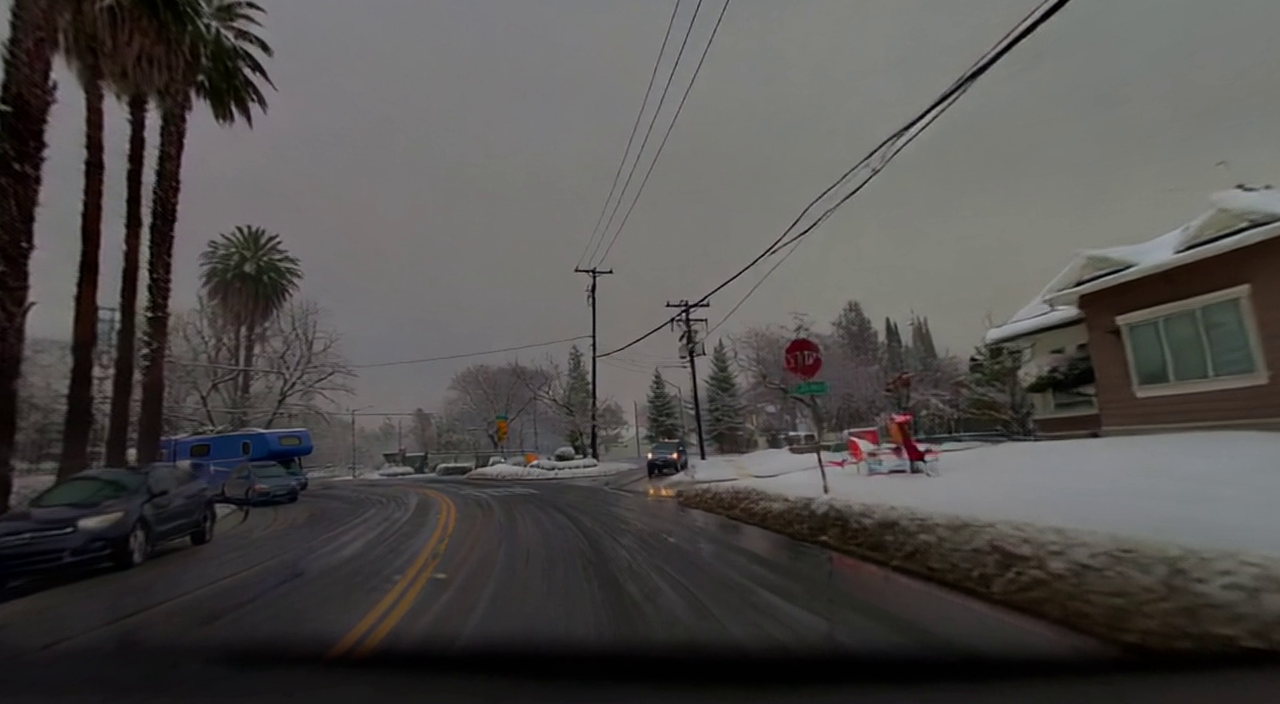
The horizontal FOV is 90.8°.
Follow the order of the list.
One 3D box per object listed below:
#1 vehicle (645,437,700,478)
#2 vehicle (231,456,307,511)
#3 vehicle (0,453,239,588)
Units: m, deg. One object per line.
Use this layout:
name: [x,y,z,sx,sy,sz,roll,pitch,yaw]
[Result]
vehicle: [1.644,5.668,34.471,2.508,1.887,5.930,-1,-7,-1]
vehicle: [-13.554,4.661,22.943,2.103,1.599,4.865,3,-9,-32]
vehicle: [-8.498,2.559,10.472,2.085,1.545,4.340,1,-7,-18]
